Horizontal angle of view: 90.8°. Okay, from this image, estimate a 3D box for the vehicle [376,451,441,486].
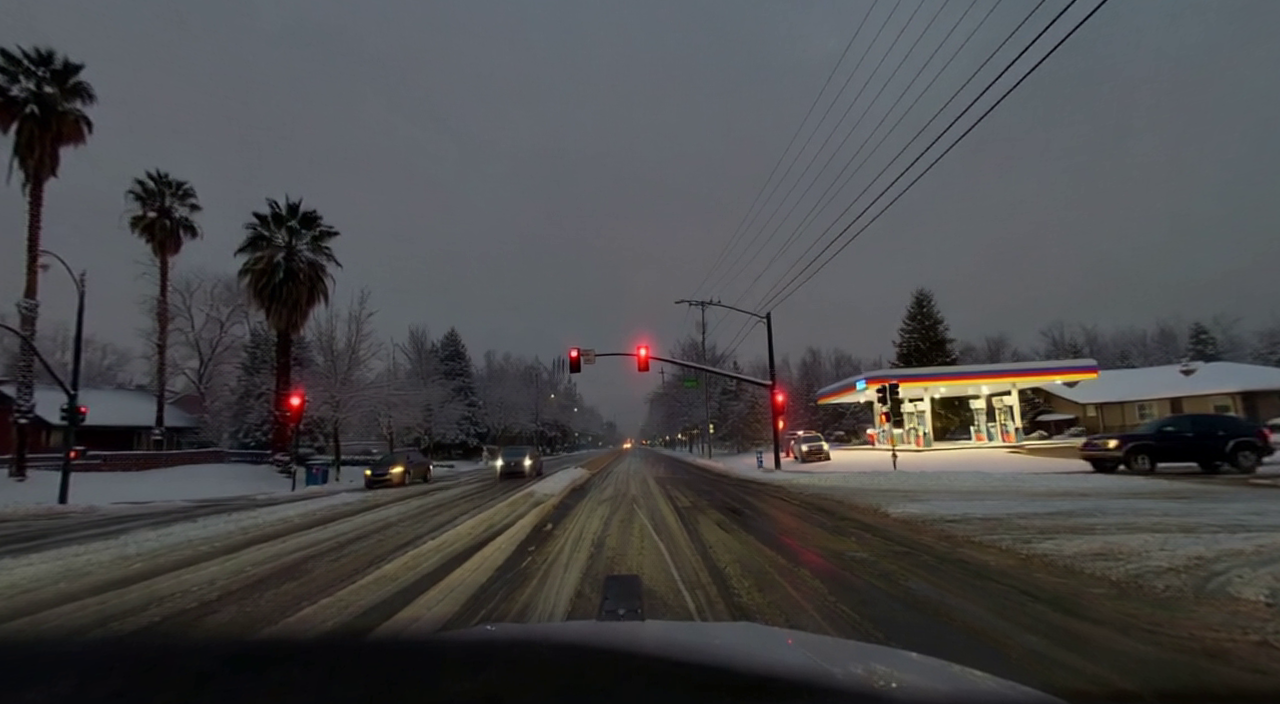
[{"bbox_3d":[-13.055,6.556,35.949,2.009,1.777,4.559,0,-9,-1],"label":"vehicle"}]

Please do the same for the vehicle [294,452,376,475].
[{"bbox_3d":[-20.958,7.680,43.516,4.672,1.469,1.816,-1,-9,-2],"label":"vehicle"}]

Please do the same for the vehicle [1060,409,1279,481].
[{"bbox_3d":[14.701,2.527,17.229,5.086,1.817,1.952,0,-9,-3],"label":"vehicle"}]
